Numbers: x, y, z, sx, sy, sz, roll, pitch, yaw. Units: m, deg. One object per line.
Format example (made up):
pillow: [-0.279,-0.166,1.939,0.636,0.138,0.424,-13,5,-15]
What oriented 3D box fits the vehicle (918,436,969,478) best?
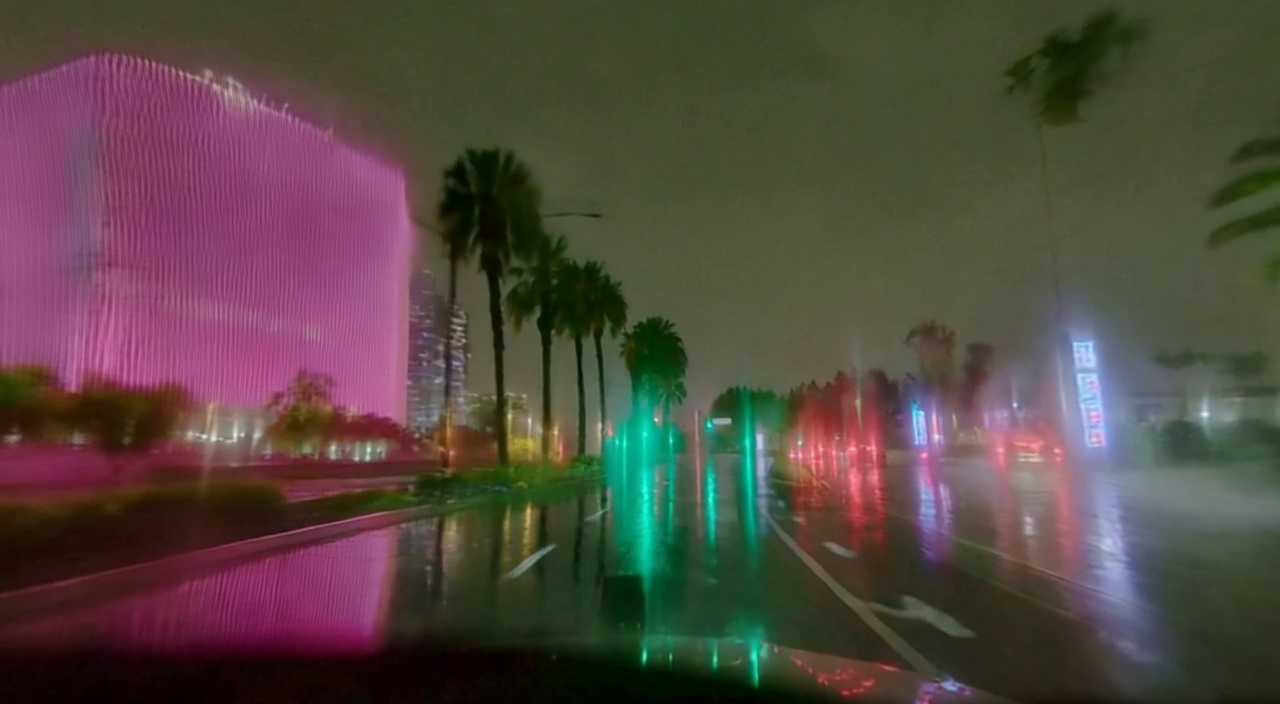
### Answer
vehicle: [17.666,6.128,36.771,2.219,2.342,1.744,-1,-10,13]
